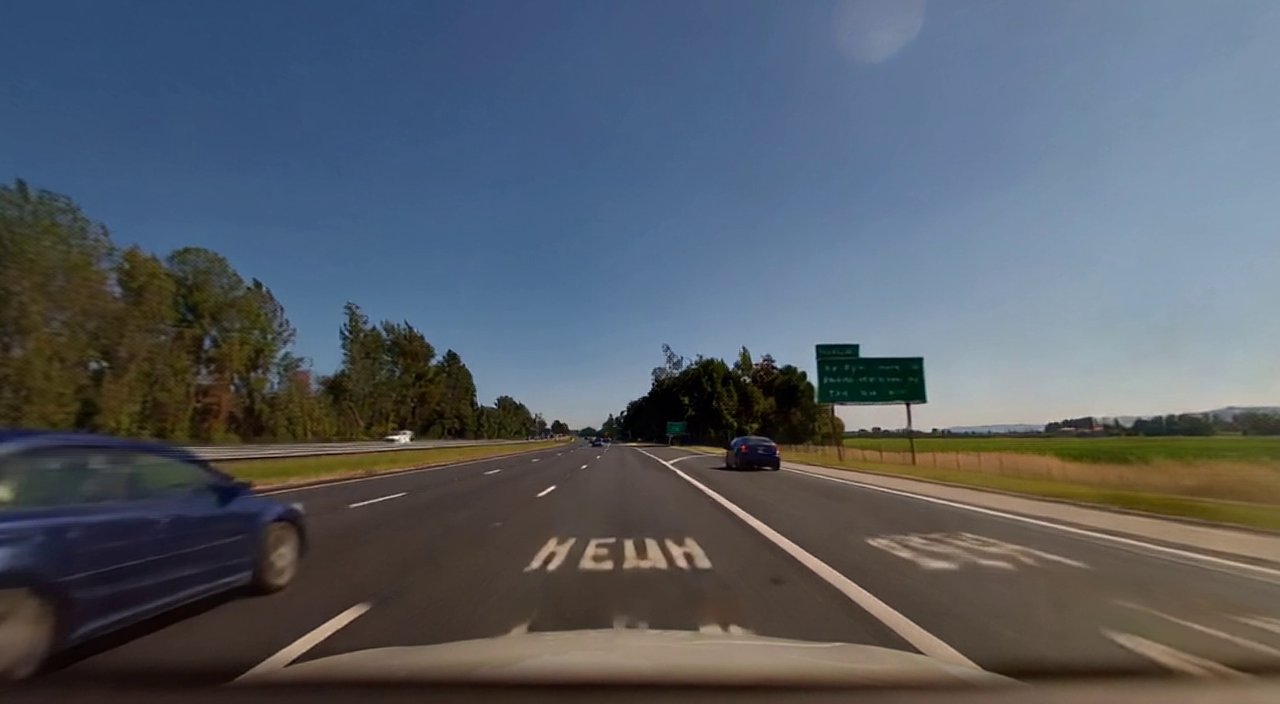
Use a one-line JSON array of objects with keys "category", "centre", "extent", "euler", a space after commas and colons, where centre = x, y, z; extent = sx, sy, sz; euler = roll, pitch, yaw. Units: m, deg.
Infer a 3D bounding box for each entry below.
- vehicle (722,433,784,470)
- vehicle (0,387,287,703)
[{"category": "vehicle", "centre": [5.225, 4.673, 29.842], "extent": [2.084, 1.614, 4.762], "euler": [0, -8, 1]}, {"category": "vehicle", "centre": [-3.842, 0.976, 3.015], "extent": [2.008, 1.567, 3.959], "euler": [0, -8, 0]}]
